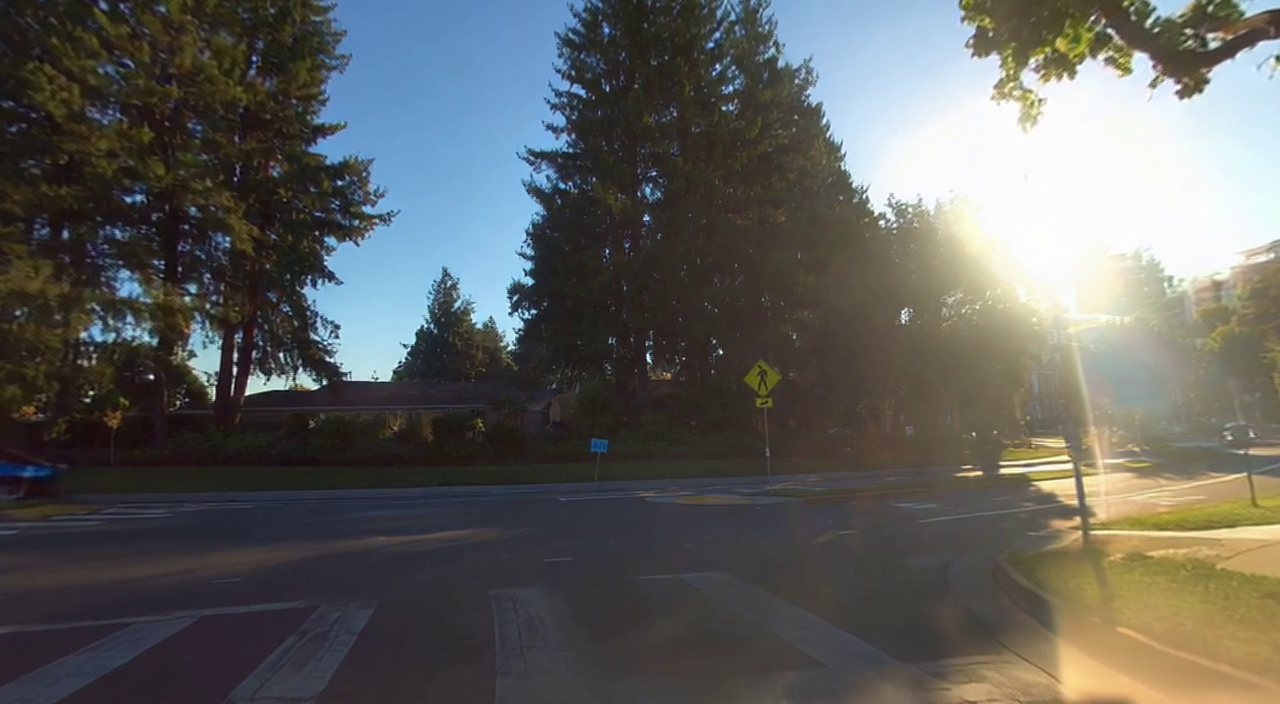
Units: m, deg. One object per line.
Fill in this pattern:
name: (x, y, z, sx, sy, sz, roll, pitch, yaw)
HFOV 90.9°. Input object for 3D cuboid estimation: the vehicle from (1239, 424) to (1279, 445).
vehicle: (45.211, 5.977, 45.380, 4.473, 1.474, 2.108, 6, -10, -37)
